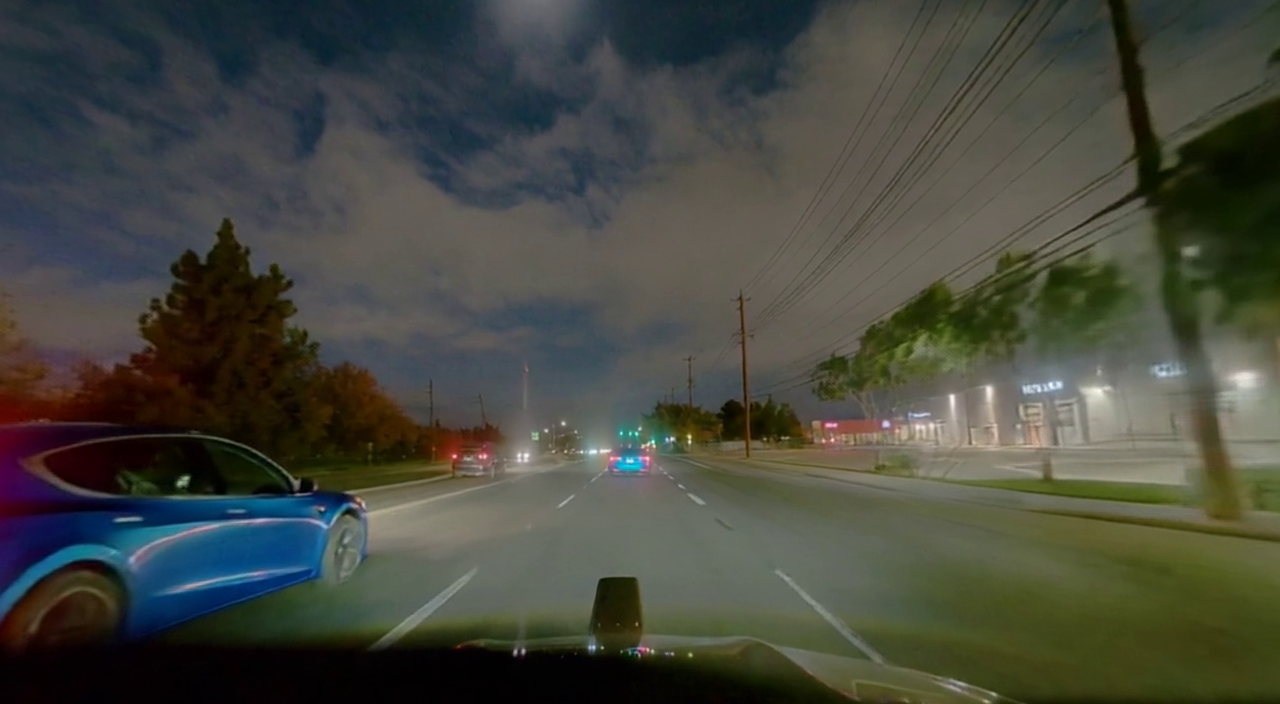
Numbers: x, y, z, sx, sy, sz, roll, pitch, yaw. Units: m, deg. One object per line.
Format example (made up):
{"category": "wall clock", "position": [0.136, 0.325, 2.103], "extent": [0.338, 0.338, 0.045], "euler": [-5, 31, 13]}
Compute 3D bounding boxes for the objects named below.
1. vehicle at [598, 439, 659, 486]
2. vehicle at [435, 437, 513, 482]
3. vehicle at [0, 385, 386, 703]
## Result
{"category": "vehicle", "position": [-0.413, 4.244, 24.640], "extent": [2.189, 1.652, 4.135], "euler": [0, -9, 0]}
{"category": "vehicle", "position": [-7.319, 4.785, 28.455], "extent": [2.203, 1.819, 4.547], "euler": [0, -9, 1]}
{"category": "vehicle", "position": [-3.661, 1.162, 4.050], "extent": [1.985, 1.607, 4.892], "euler": [0, -9, 0]}
